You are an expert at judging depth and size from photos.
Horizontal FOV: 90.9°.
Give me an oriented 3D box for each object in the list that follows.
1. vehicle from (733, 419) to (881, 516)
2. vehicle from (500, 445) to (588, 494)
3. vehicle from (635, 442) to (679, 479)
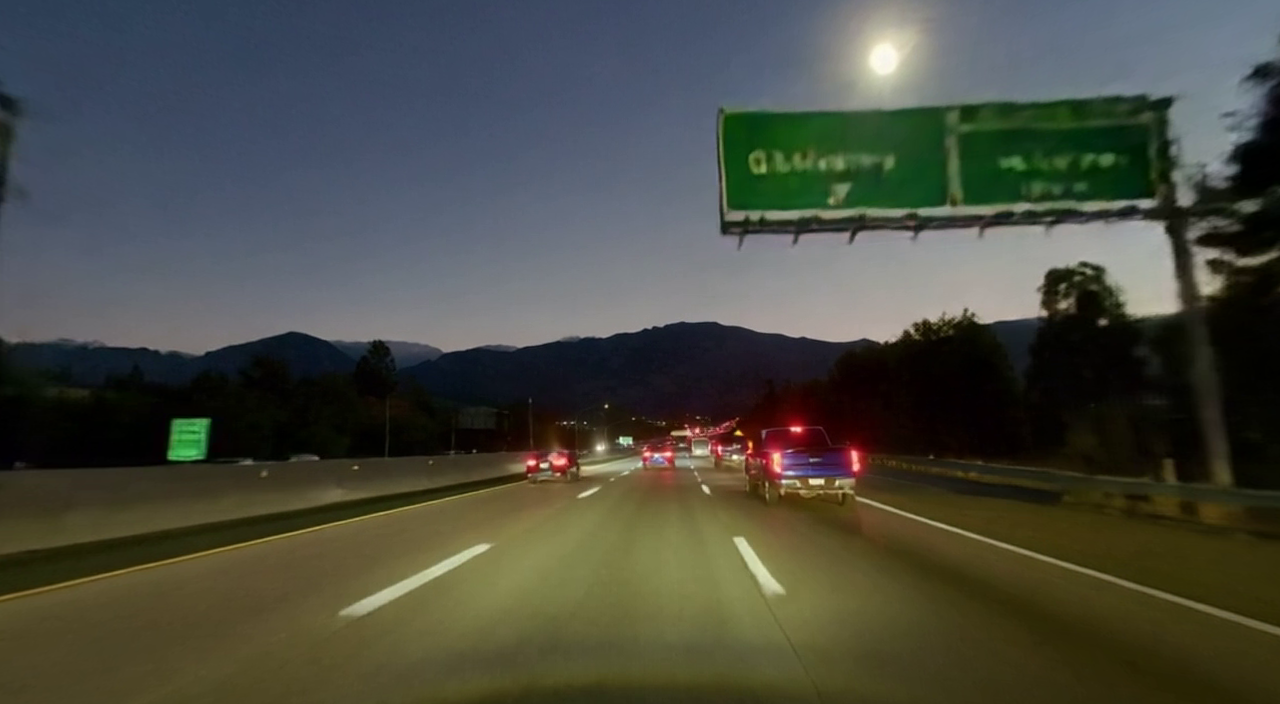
[{"bbox_3d":[3.624,2.644,14.969,2.229,1.837,5.387,-1,-8,2],"label":"vehicle"},{"bbox_3d":[-3.240,4.096,22.411,2.109,1.530,4.646,-1,-8,4],"label":"vehicle"},{"bbox_3d":[0.877,5.166,30.344,1.959,1.604,4.065,-1,-8,3],"label":"vehicle"}]
